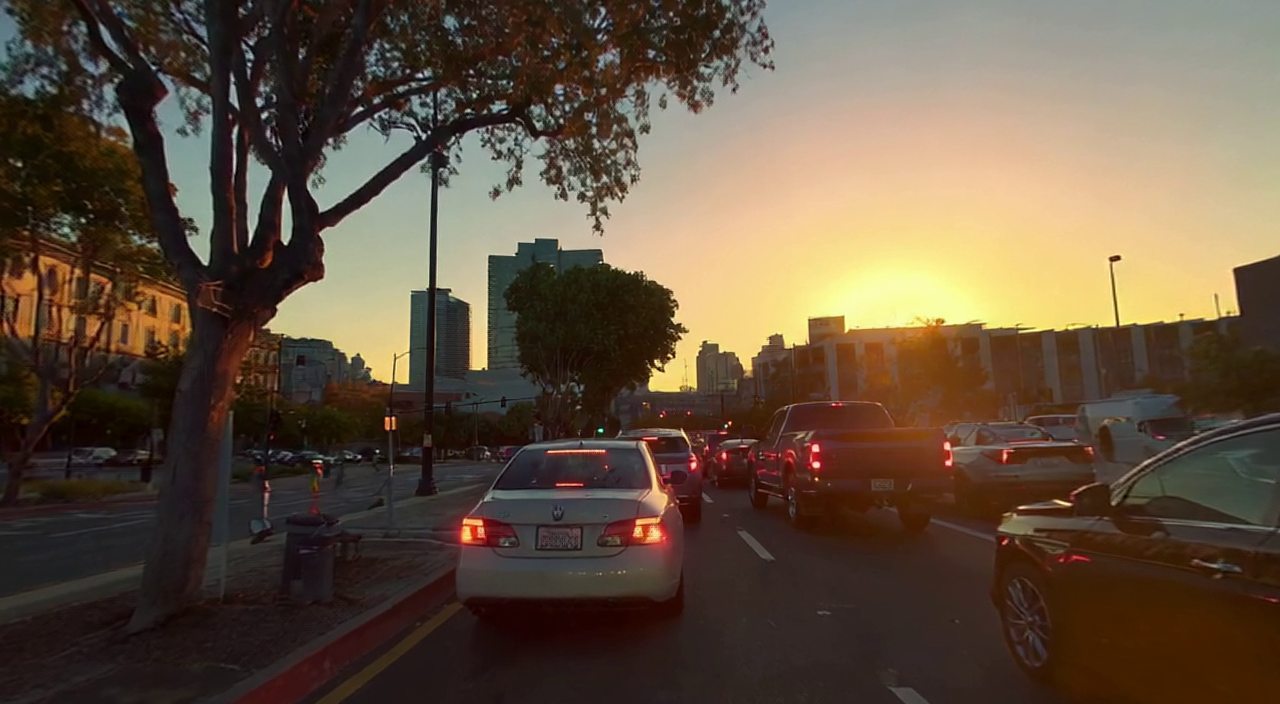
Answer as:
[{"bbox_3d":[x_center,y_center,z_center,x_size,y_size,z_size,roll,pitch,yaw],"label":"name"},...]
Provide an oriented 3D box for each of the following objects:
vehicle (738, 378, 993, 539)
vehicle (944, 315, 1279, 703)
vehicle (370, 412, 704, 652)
[{"bbox_3d":[3.544,1.888,11.590,2.497,2.186,5.890,0,-8,0],"label":"vehicle"},{"bbox_3d":[3.157,0.739,2.036,2.024,1.723,4.714,0,-8,1],"label":"vehicle"},{"bbox_3d":[-0.613,1.486,6.280,2.172,1.536,4.250,0,-8,2],"label":"vehicle"}]
